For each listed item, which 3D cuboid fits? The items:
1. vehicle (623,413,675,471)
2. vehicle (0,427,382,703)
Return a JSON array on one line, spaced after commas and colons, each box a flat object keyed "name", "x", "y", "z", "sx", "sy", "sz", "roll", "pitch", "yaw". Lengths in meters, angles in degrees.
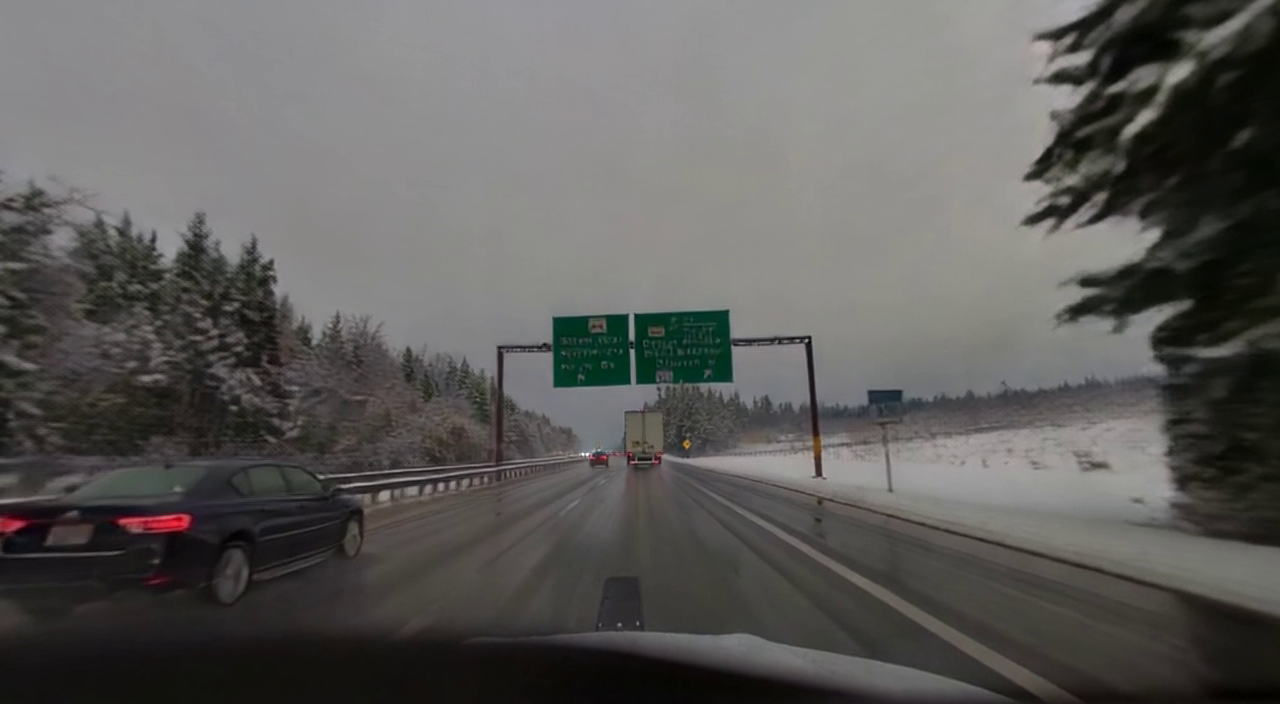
[{"name": "vehicle", "x": 0.416, "y": 7.267, "z": 49.813, "sx": 3.341, "sy": 3.725, "sz": 18.015, "roll": 0, "pitch": -9, "yaw": -1}, {"name": "vehicle", "x": -4.070, "y": 1.455, "z": 5.338, "sx": 1.968, "sy": 1.460, "sz": 4.227, "roll": 0, "pitch": -9, "yaw": 0}]
